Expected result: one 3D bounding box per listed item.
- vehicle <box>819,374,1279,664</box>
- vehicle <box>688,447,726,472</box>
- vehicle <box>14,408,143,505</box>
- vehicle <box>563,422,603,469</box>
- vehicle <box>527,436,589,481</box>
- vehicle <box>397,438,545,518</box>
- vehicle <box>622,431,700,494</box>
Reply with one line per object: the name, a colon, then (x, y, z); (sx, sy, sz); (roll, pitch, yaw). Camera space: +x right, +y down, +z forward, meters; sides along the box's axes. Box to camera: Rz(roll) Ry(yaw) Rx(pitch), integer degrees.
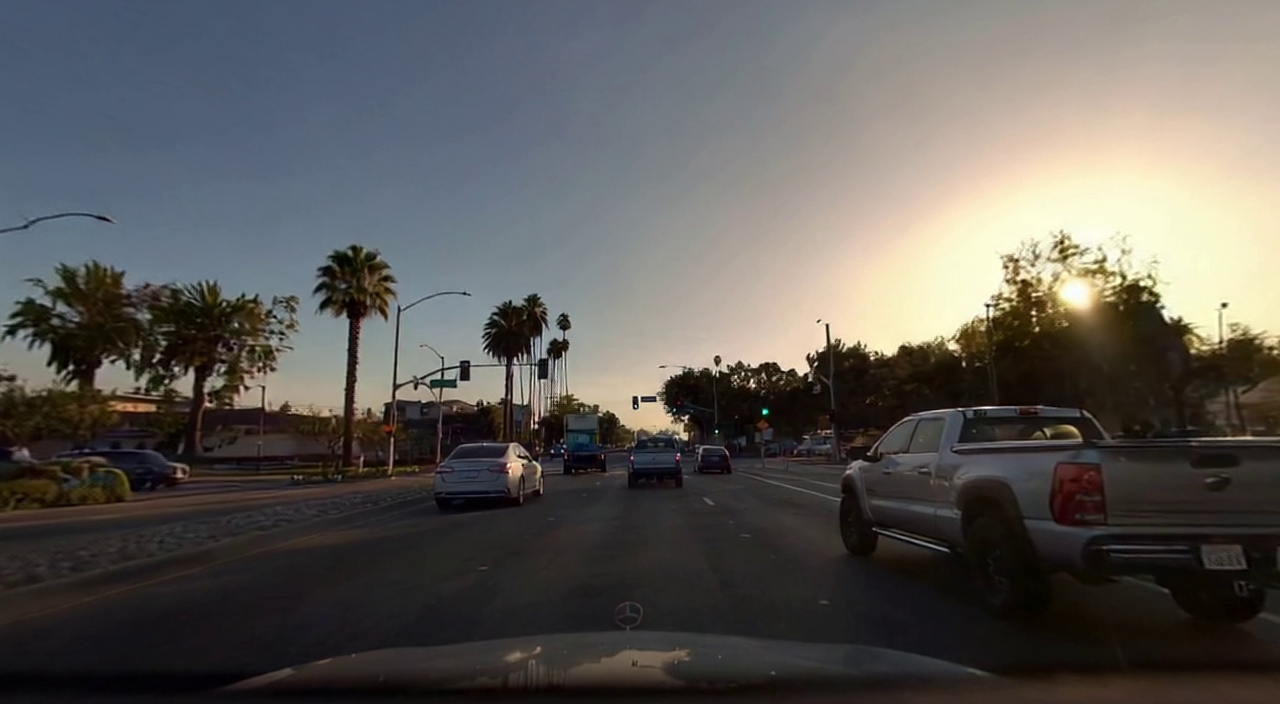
vehicle: (3.794, 1.461, 6.801); (2.120, 1.828, 5.531); (0, -8, 0)
vehicle: (4.045, 6.554, 38.479); (1.901, 1.401, 3.965); (0, -9, 0)
vehicle: (-18.424, 3.418, 20.617); (3.441, 2.870, 2.109); (-7, -10, 33)
vehicle: (-3.667, 6.199, 41.574); (2.393, 2.865, 5.466); (0, -8, -3)
vehicle: (-3.583, 4.739, 28.265); (2.071, 1.811, 4.605); (0, -8, 1)
vehicle: (-3.575, 2.761, 14.354); (1.983, 1.502, 4.720); (0, -9, 1)
vehicle: (0.663, 3.653, 21.223); (2.295, 1.835, 5.471); (0, -9, 1)
